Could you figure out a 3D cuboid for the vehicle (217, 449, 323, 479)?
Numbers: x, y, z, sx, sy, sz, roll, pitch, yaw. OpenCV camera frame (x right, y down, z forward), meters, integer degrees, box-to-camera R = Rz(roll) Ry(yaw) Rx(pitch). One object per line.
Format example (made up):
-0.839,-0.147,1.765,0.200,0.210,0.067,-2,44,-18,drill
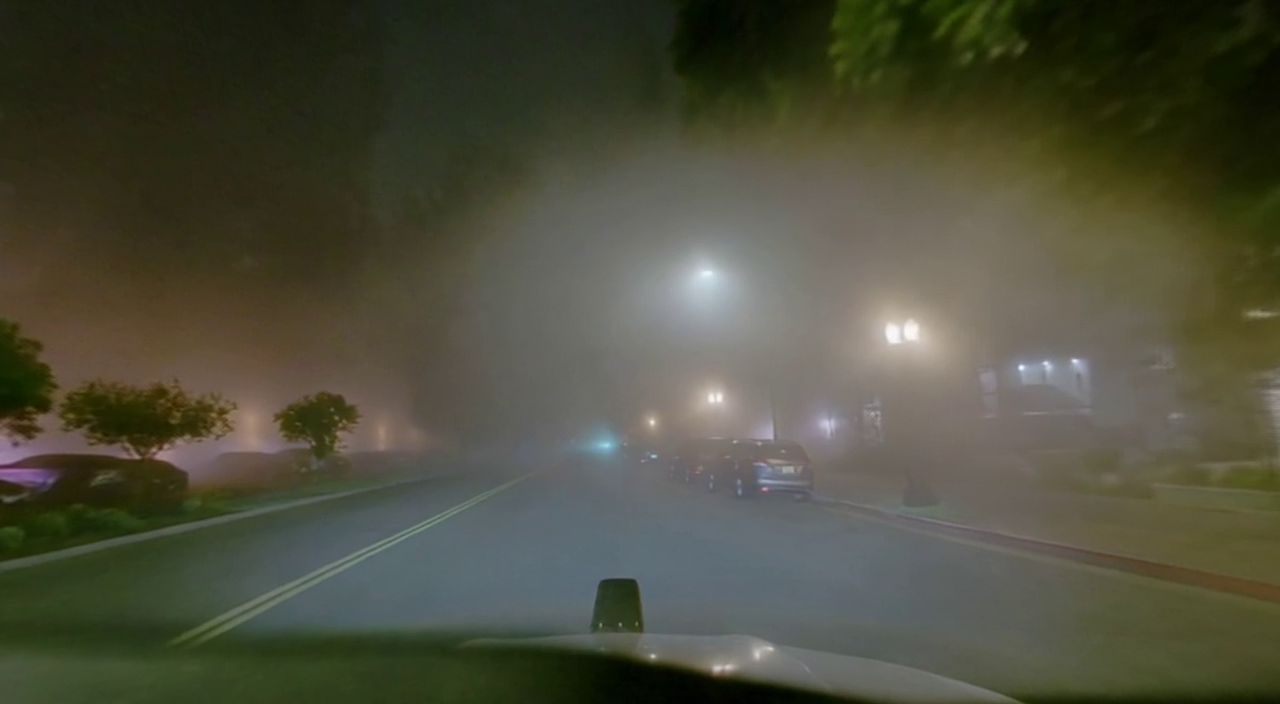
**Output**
-18.946,5.723,32.416,4.491,1.455,1.959,-3,-9,13,vehicle

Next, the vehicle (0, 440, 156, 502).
-16.980,3.421,18.448,4.444,1.647,2.117,-3,-9,15,vehicle

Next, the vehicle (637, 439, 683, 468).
1.064,5.857,36.721,1.952,1.538,5.215,0,-8,-6,vehicle

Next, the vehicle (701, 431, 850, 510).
2.971,2.729,15.161,1.933,1.528,5.006,0,-8,-7,vehicle
